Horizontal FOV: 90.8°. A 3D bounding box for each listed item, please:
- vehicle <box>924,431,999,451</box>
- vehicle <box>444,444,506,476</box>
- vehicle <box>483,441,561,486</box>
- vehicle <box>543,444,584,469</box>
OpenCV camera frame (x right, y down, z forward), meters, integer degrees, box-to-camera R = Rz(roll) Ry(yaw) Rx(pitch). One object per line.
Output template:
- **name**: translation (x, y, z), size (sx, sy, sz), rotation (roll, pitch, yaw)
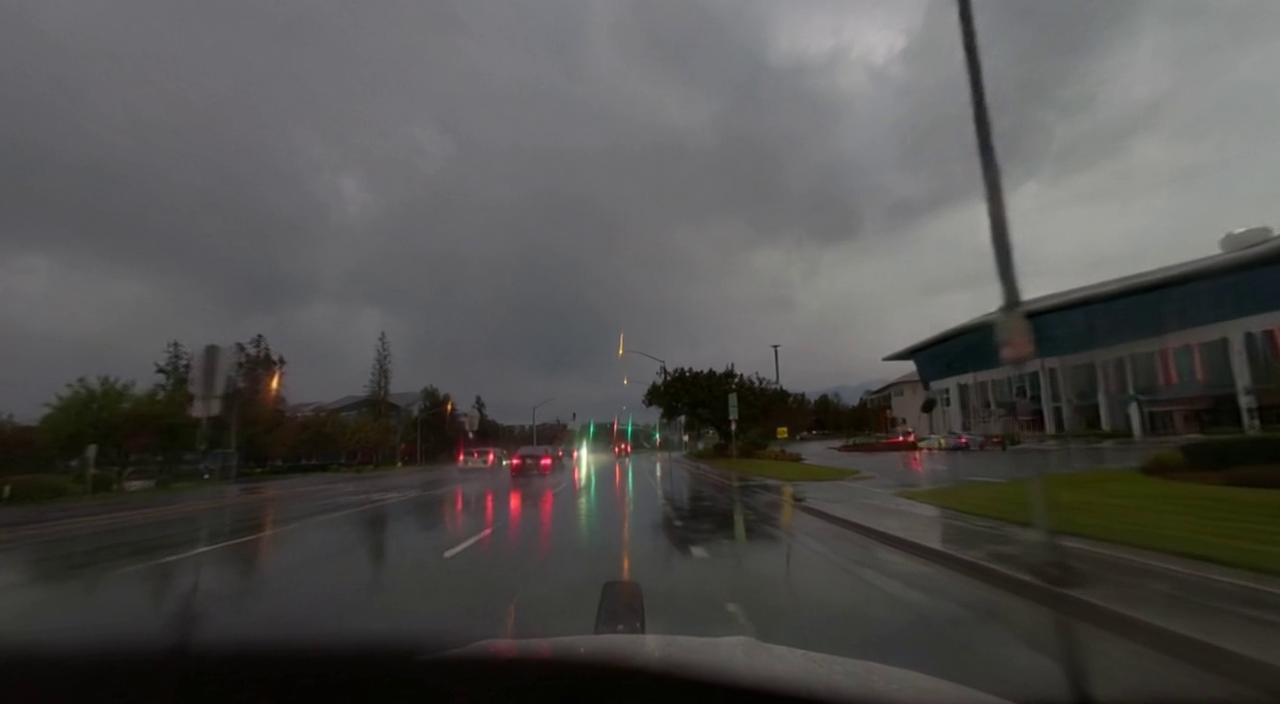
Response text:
- **vehicle**: translation (24.410, 6.775, 48.067), size (4.614, 1.464, 1.856), rotation (0, -8, -1)
- **vehicle**: translation (-8.473, 5.555, 32.829), size (1.976, 1.497, 4.709), rotation (0, -8, 0)
- **vehicle**: translation (-4.241, 4.061, 23.456), size (2.011, 1.483, 4.596), rotation (0, -8, 0)
- **vehicle**: translation (-4.526, 6.286, 38.096), size (1.971, 1.414, 4.317), rotation (0, -8, -1)
